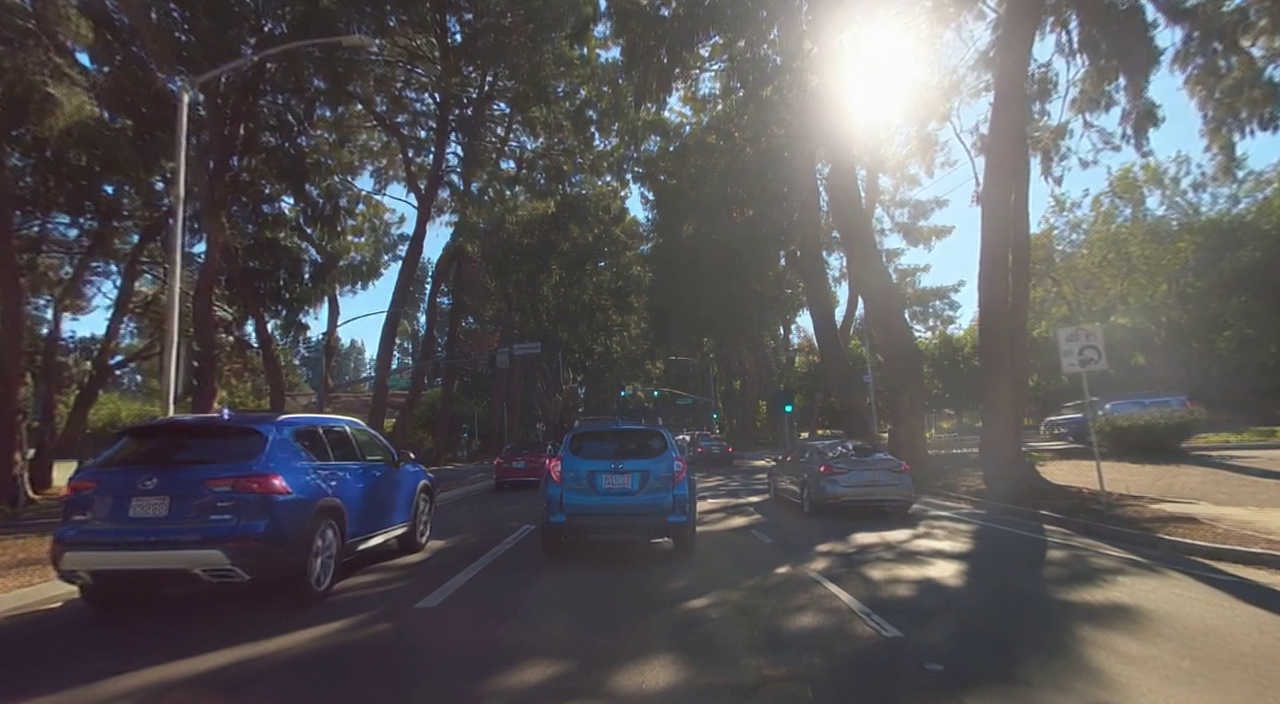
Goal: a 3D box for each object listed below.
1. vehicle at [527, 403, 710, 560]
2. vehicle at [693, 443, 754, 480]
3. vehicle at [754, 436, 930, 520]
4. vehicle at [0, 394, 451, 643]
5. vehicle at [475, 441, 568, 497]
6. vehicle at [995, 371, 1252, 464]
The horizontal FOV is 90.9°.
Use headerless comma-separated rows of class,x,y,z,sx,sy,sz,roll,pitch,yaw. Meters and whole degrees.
vehicle,-0.243,1.841,9.674,2.132,1.816,4.471,0,-8,0
vehicle,3.446,4.612,26.879,1.996,1.443,4.270,0,-8,-1
vehicle,4.098,2.632,13.803,2.036,1.480,4.659,0,-8,-4
vehicle,-3.696,1.470,6.580,2.039,1.709,4.265,0,-8,1
vehicle,-3.382,3.417,18.842,1.897,1.479,4.204,0,-8,1
vehicle,17.869,2.497,23.669,7.314,3.230,2.680,0,-8,-1
